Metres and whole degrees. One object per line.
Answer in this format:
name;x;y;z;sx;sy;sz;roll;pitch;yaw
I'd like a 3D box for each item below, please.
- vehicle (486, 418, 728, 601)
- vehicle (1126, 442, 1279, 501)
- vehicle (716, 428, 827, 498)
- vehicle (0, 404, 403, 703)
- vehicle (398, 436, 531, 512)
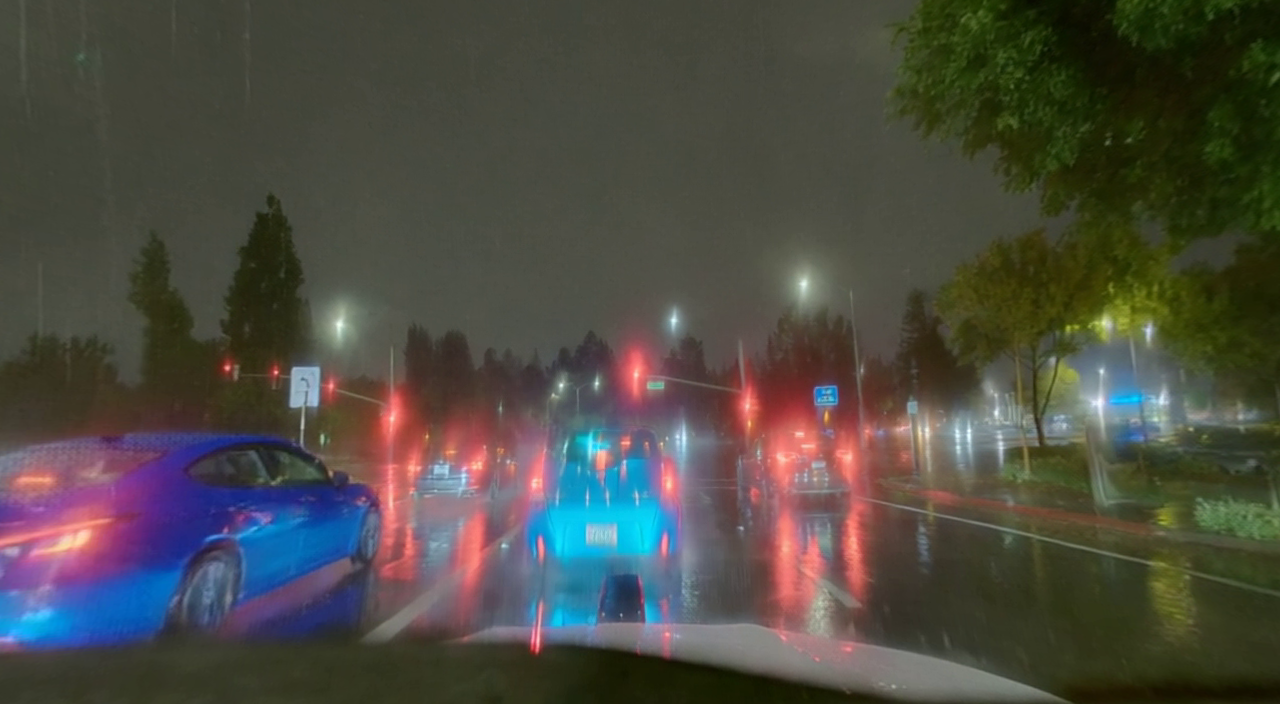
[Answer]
vehicle;-0.344;1.643;7.513;2.045;1.533;4.183;0;-8;-2
vehicle;15.236;3.028;16.263;3.951;1.418;1.842;0;-8;-3
vehicle;3.448;3.007;17.510;2.028;1.678;4.220;0;-8;-2
vehicle;-3.779;1.307;5.098;2.074;1.485;4.395;0;-8;-1
vehicle;-3.767;2.670;14.300;1.998;1.452;3.773;0;-8;-1
